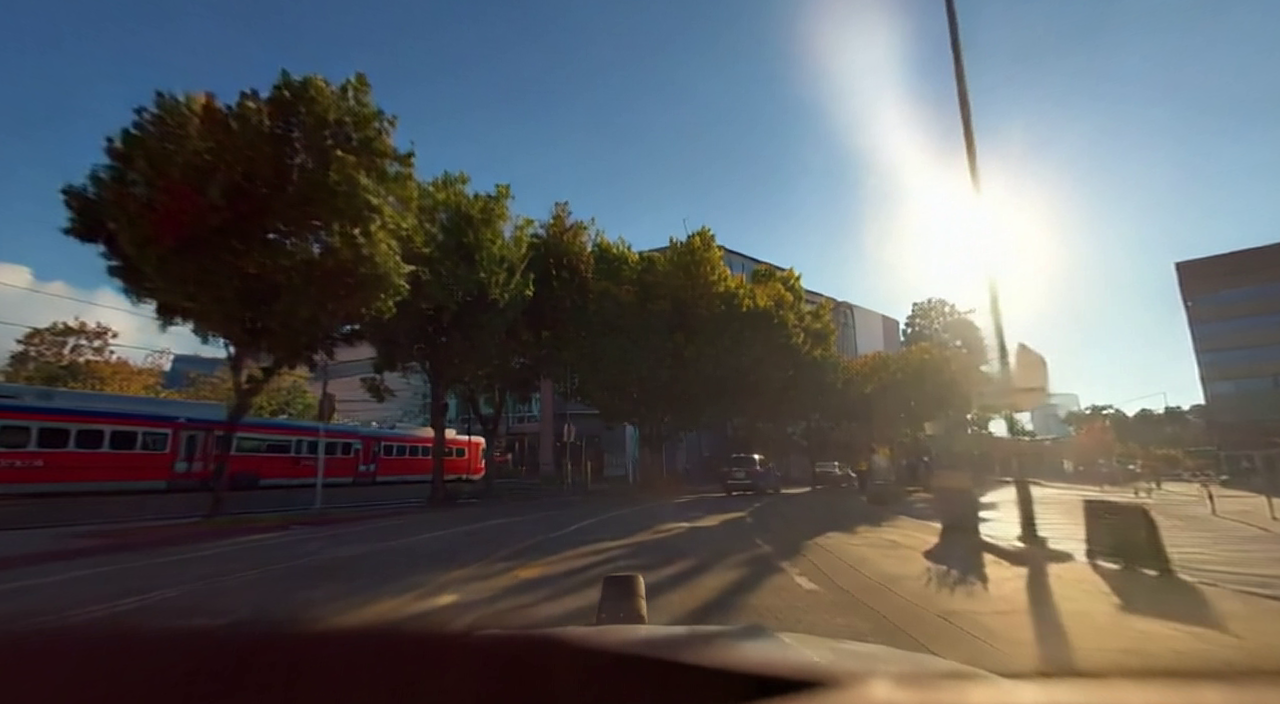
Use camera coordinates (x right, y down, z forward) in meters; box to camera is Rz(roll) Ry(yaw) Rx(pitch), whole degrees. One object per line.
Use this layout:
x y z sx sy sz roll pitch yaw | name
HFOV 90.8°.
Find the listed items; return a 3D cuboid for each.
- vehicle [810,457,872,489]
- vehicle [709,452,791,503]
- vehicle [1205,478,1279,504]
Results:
12.147 7.237 38.073 2.010 1.725 4.320 -7 -11 39 | vehicle
4.506 4.931 25.313 2.263 1.765 4.237 -4 -9 23 | vehicle
40.135 9.144 41.558 3.934 1.480 1.728 -4 -9 22 | vehicle
